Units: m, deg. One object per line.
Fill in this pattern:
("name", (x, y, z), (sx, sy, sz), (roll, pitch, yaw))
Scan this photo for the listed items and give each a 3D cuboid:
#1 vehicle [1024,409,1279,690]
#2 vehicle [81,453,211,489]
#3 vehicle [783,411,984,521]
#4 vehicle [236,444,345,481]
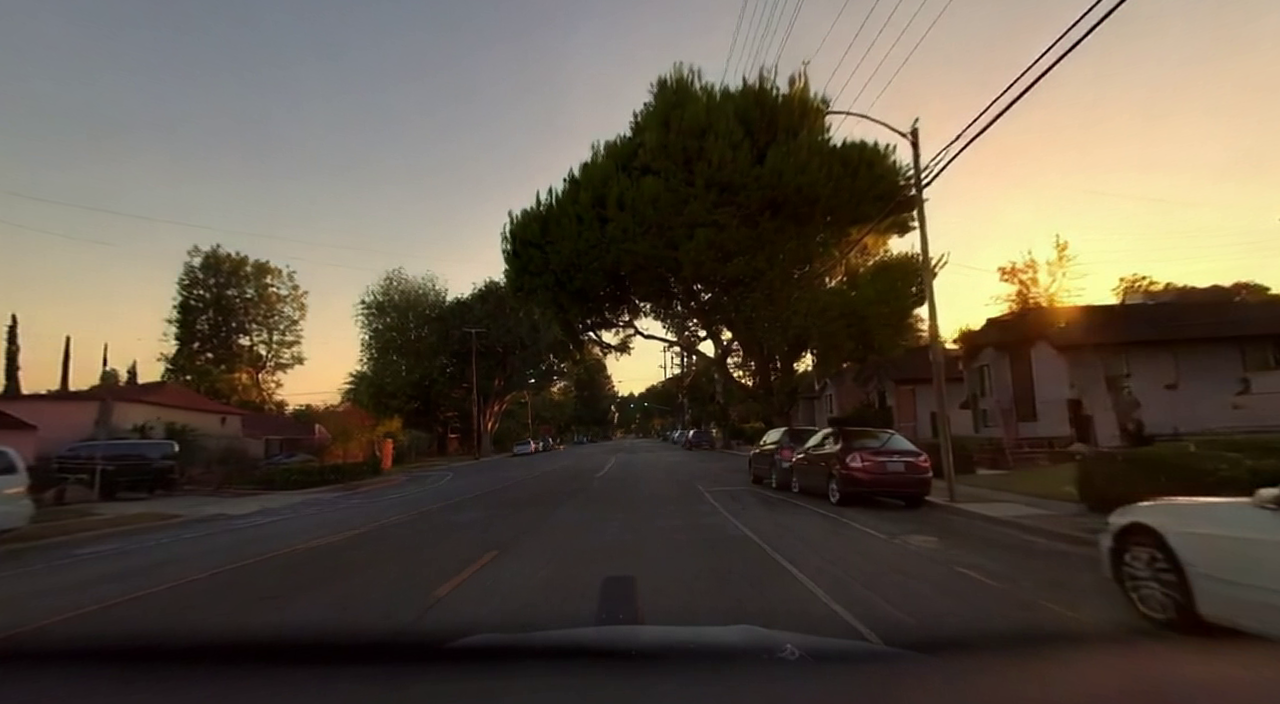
("vehicle", (4.525, 1.040, 3.160), (2.001, 1.532, 5.029), (0, -8, -1))
("vehicle", (-23.369, 5.582, 30.022), (4.621, 1.484, 1.827), (8, -11, -42))
("vehicle", (4.511, 2.200, 12.725), (1.980, 1.773, 4.853), (0, -8, -2))
("vehicle", (-18.888, 5.915, 34.286), (4.676, 1.846, 1.967), (8, -12, -44))
